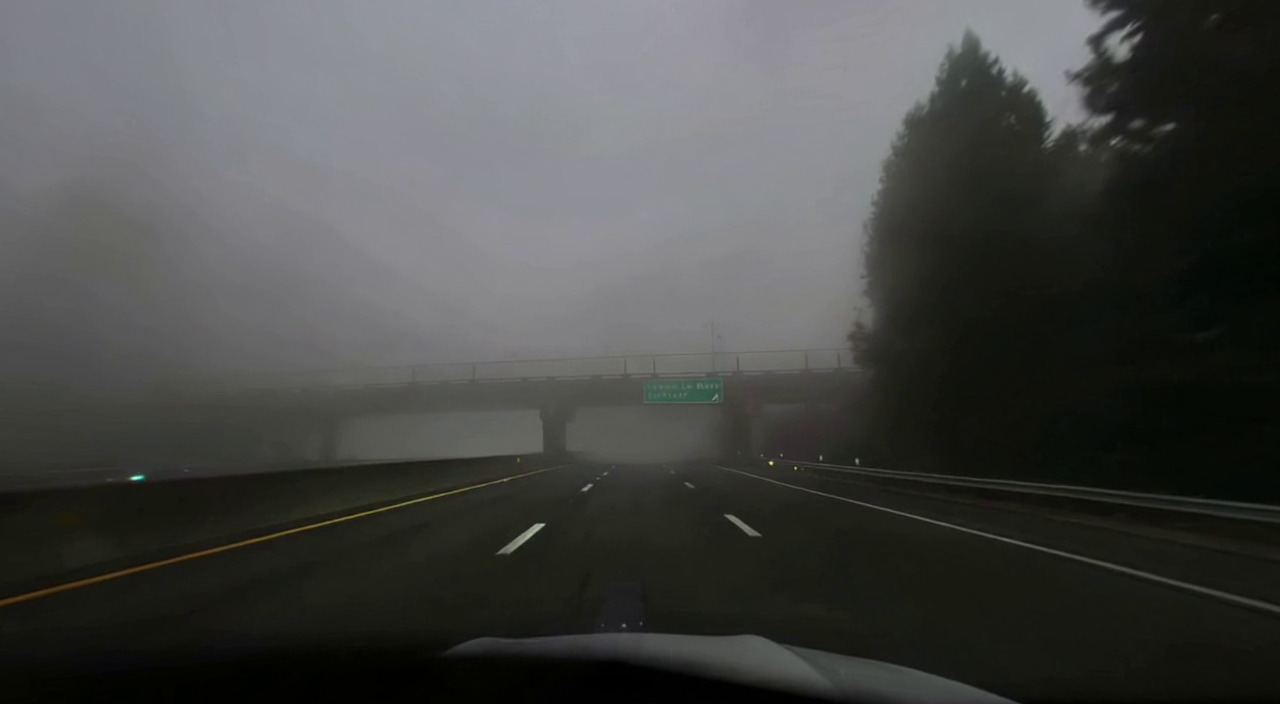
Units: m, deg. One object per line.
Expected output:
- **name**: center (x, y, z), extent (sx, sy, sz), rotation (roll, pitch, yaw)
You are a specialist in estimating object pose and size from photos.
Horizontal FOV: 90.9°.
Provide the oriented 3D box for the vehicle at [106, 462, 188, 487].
- **vehicle**: center (-31.832, 7.918, 40.888), extent (1.786, 1.420, 4.293), rotation (0, -8, 1)
